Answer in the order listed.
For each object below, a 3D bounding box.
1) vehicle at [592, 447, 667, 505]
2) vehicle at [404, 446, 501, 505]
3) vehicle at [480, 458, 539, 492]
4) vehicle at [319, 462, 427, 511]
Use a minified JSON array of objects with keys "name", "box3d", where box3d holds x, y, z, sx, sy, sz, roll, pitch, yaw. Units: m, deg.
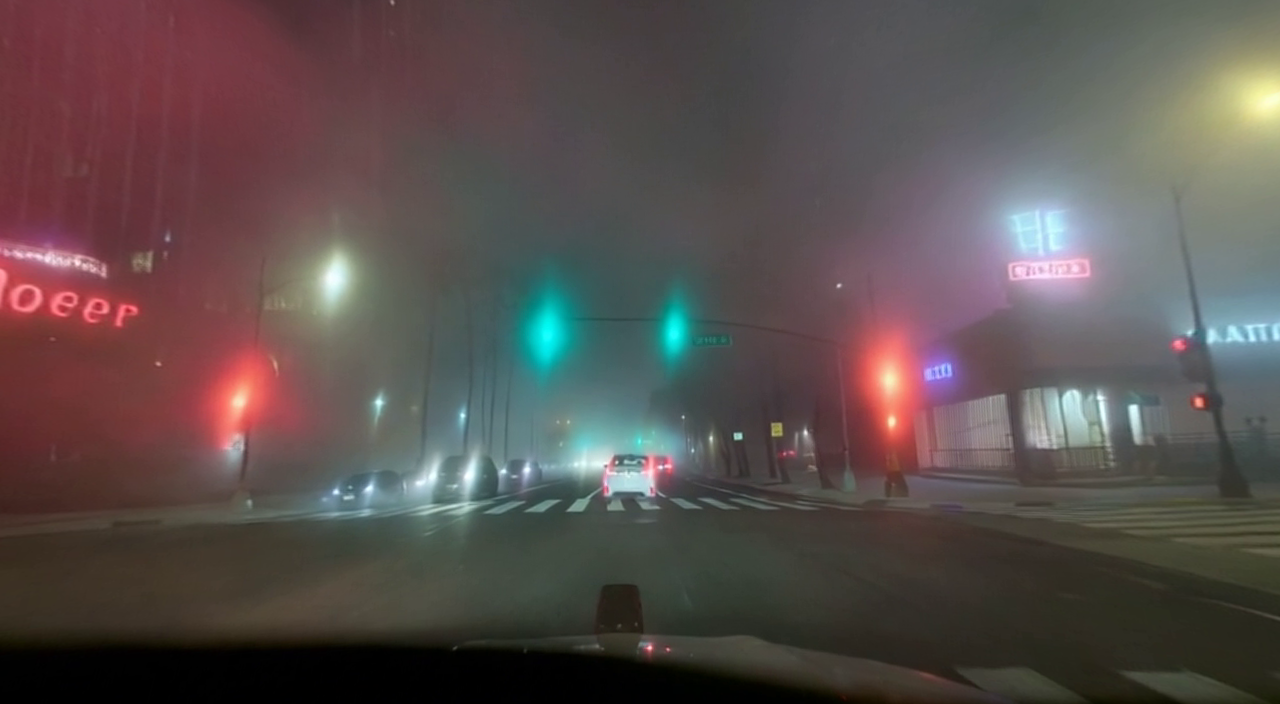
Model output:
[{"name":"vehicle","box3d":[-0.327,3.875,20.078,2.145,1.632,3.972,0,-9,-1]},{"name":"vehicle","box3d":[-6.690,4.421,23.087,2.070,1.893,4.738,0,-9,0]},{"name":"vehicle","box3d":[-6.461,6.128,31.682,1.951,1.476,4.452,0,-9,0]},{"name":"vehicle","box3d":[-9.654,4.870,23.208,1.977,1.475,4.491,0,-9,0]}]
